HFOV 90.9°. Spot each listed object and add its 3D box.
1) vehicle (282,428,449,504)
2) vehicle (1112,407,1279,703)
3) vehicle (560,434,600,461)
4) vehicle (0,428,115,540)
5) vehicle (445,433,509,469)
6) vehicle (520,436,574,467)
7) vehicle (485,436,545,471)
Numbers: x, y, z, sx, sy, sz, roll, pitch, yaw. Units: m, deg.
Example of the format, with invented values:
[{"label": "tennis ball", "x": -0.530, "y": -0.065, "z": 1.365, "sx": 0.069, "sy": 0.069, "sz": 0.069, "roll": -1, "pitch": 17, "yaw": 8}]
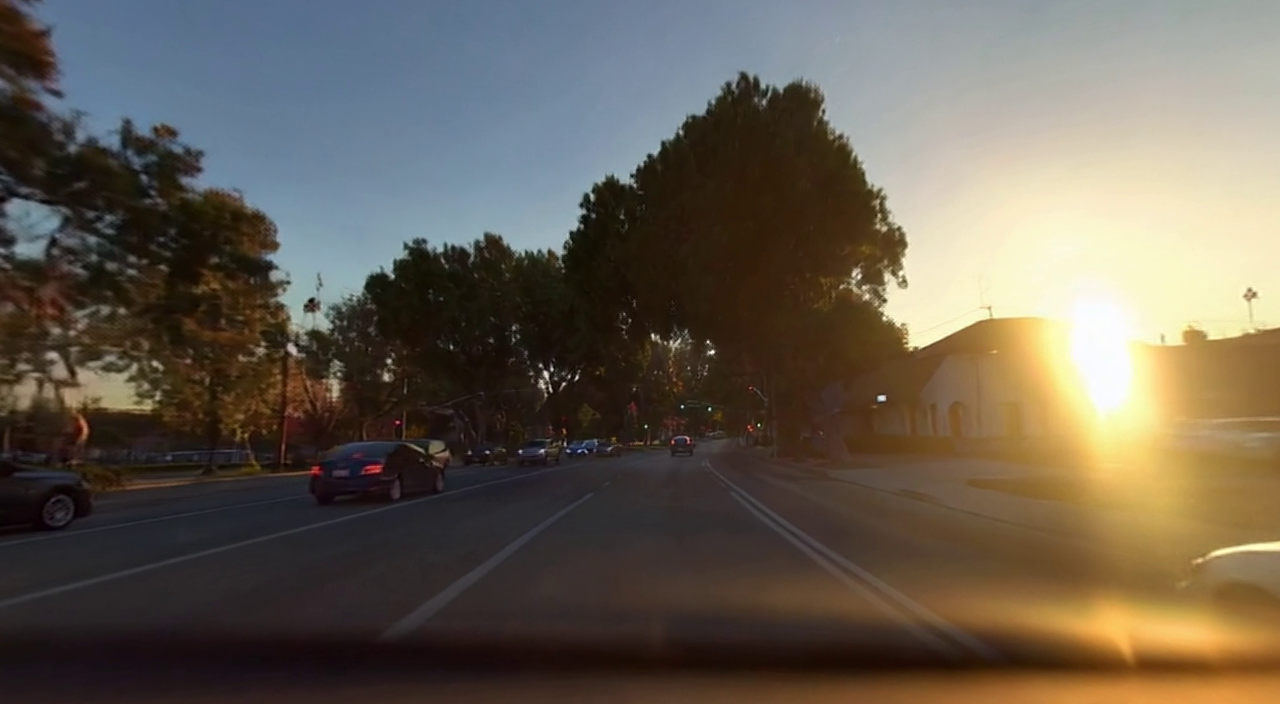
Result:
[{"label": "vehicle", "x": -6.482, "y": 2.739, "z": 15.579, "sx": 1.988, "sy": 1.597, "sz": 4.404, "roll": 0, "pitch": -9, "yaw": 2}, {"label": "vehicle", "x": 3.839, "y": 0.787, "z": 1.379, "sx": 2.003, "sy": 1.494, "sz": 4.705, "roll": 0, "pitch": -9, "yaw": 1}, {"label": "vehicle", "x": -4.249, "y": 6.882, "z": 45.387, "sx": 1.951, "sy": 1.809, "sz": 4.917, "roll": -1, "pitch": -9, "yaw": 6}, {"label": "vehicle", "x": -9.962, "y": 1.794, "z": 8.423, "sx": 1.951, "sy": 1.554, "sz": 4.444, "roll": 0, "pitch": -9, "yaw": 2}, {"label": "vehicle", "x": -8.746, "y": 5.357, "z": 34.295, "sx": 2.051, "sy": 1.801, "sz": 4.370, "roll": -1, "pitch": -9, "yaw": 4}, {"label": "vehicle", "x": -5.331, "y": 5.801, "z": 36.844, "sx": 2.121, "sy": 1.630, "sz": 4.642, "roll": -1, "pitch": -9, "yaw": 4}, {"label": "vehicle", "x": -5.983, "y": 4.918, "z": 30.694, "sx": 1.870, "sy": 1.616, "sz": 3.765, "roll": -1, "pitch": -9, "yaw": 4}]
